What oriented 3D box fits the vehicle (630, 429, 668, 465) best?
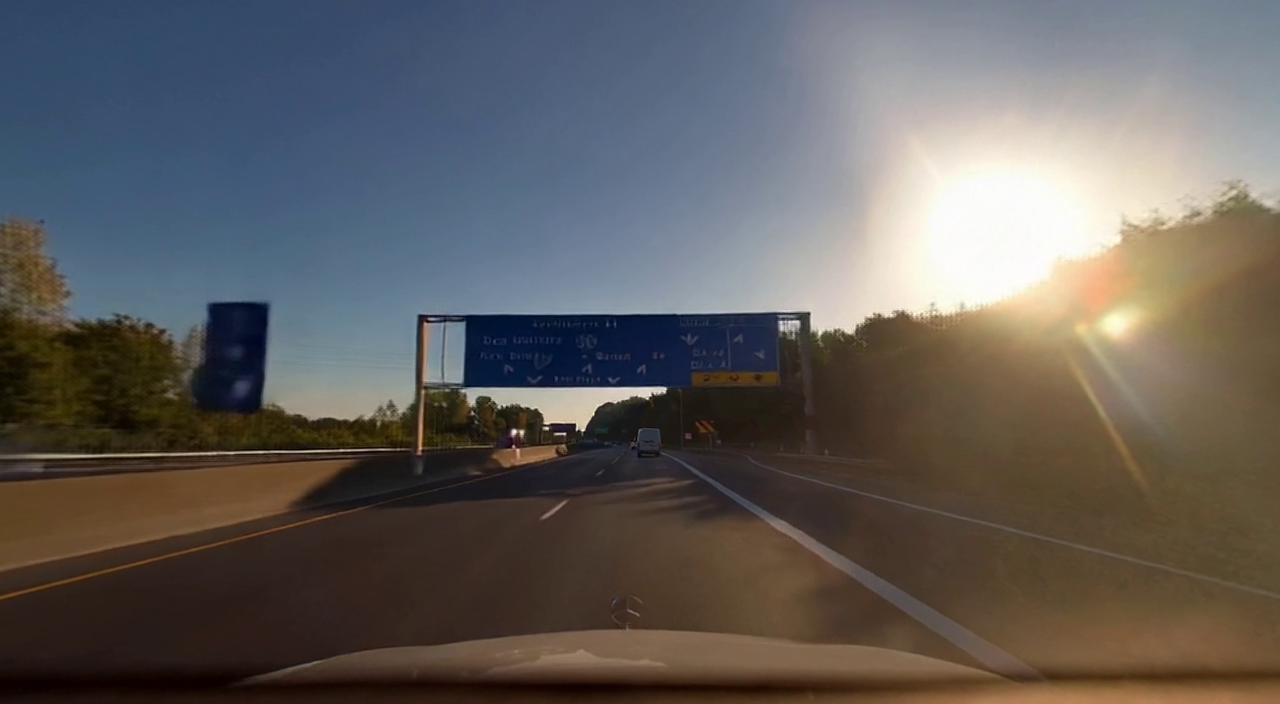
[{"bbox_3d":[0.604,6.063,40.289,2.277,2.109,4.922,0,-8,1],"label":"vehicle"}]
